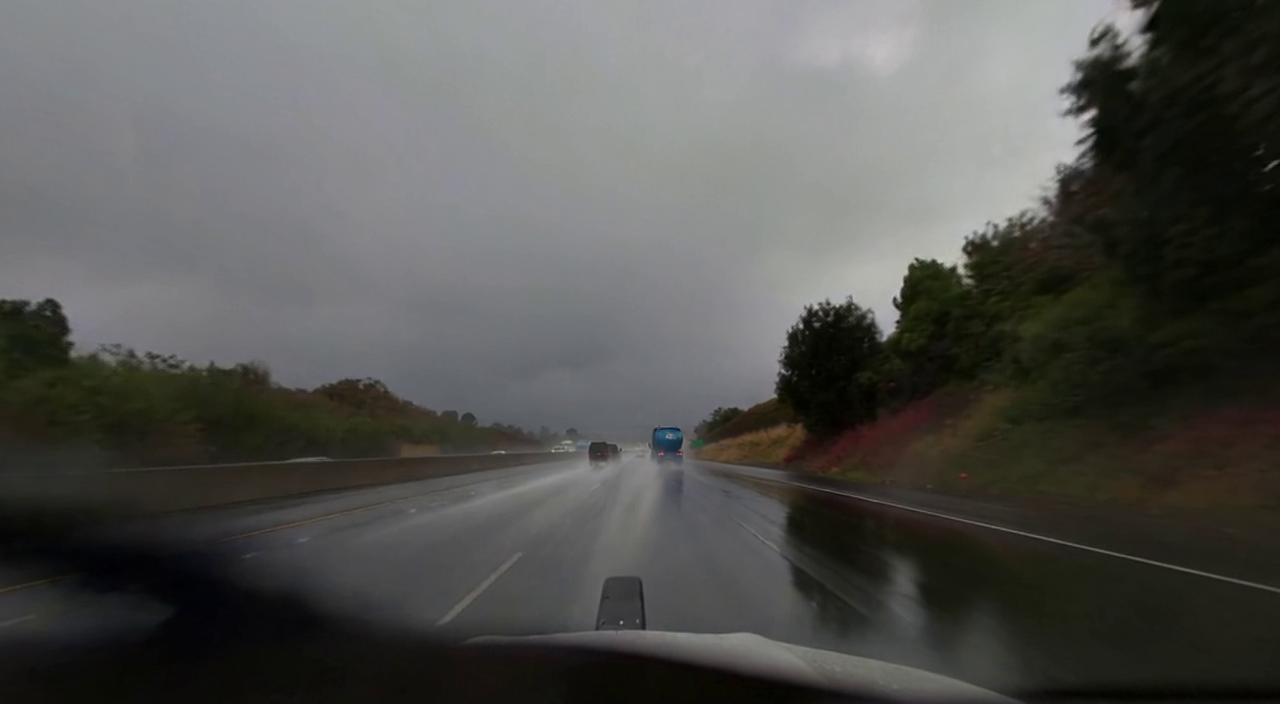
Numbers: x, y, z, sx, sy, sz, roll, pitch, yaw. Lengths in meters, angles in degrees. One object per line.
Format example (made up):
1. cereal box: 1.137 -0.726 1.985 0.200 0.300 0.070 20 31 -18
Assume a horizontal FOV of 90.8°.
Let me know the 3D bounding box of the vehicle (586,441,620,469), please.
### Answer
1. vehicle: -2.701 7.667 47.197 2.190 1.949 4.883 0 -9 0
